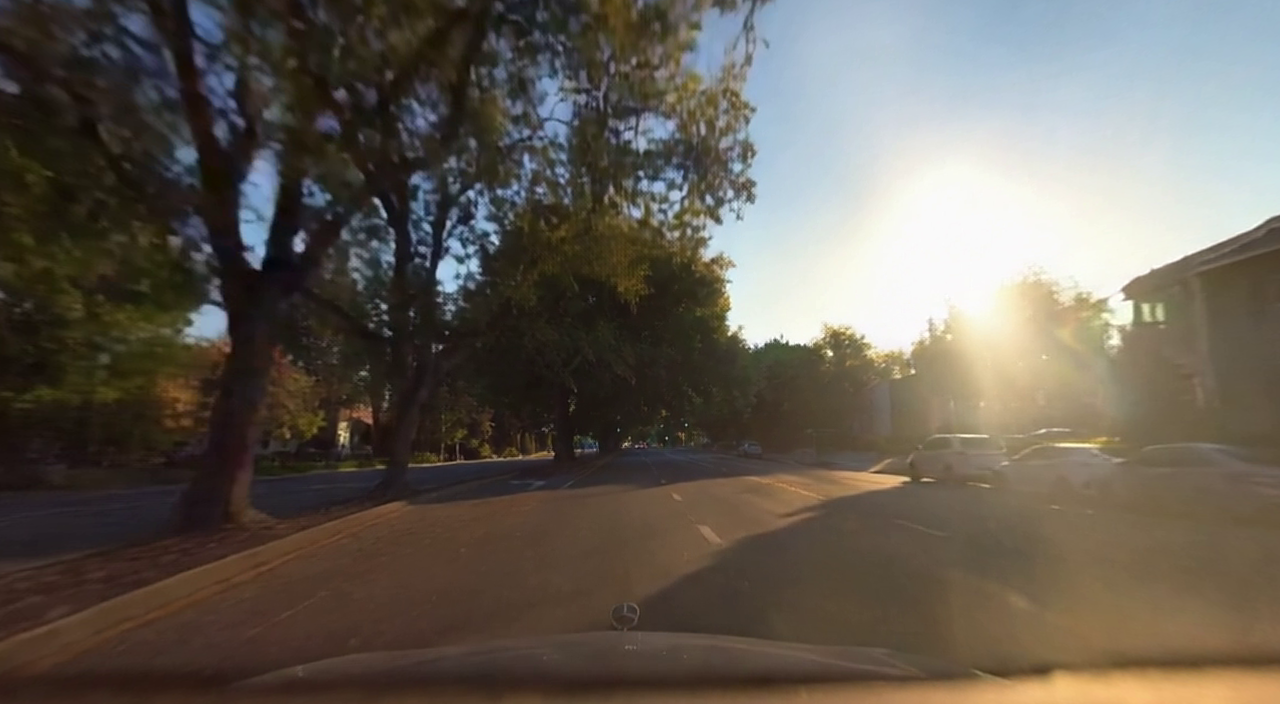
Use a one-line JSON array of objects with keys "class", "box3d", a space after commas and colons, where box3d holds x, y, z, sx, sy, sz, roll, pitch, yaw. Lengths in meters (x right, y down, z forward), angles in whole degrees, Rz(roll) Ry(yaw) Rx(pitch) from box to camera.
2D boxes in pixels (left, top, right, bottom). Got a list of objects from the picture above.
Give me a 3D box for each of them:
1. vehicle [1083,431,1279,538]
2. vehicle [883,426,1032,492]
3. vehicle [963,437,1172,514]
[{"class": "vehicle", "box3d": [10.281, 2.206, 11.017, 1.931, 1.565, 4.043, 0, -9, -4]}, {"class": "vehicle", "box3d": [9.945, 3.397, 20.366, 2.092, 1.848, 4.879, 0, -9, -2]}, {"class": "vehicle", "box3d": [9.985, 2.907, 15.302, 1.780, 1.491, 4.433, -2, -9, -2]}]
